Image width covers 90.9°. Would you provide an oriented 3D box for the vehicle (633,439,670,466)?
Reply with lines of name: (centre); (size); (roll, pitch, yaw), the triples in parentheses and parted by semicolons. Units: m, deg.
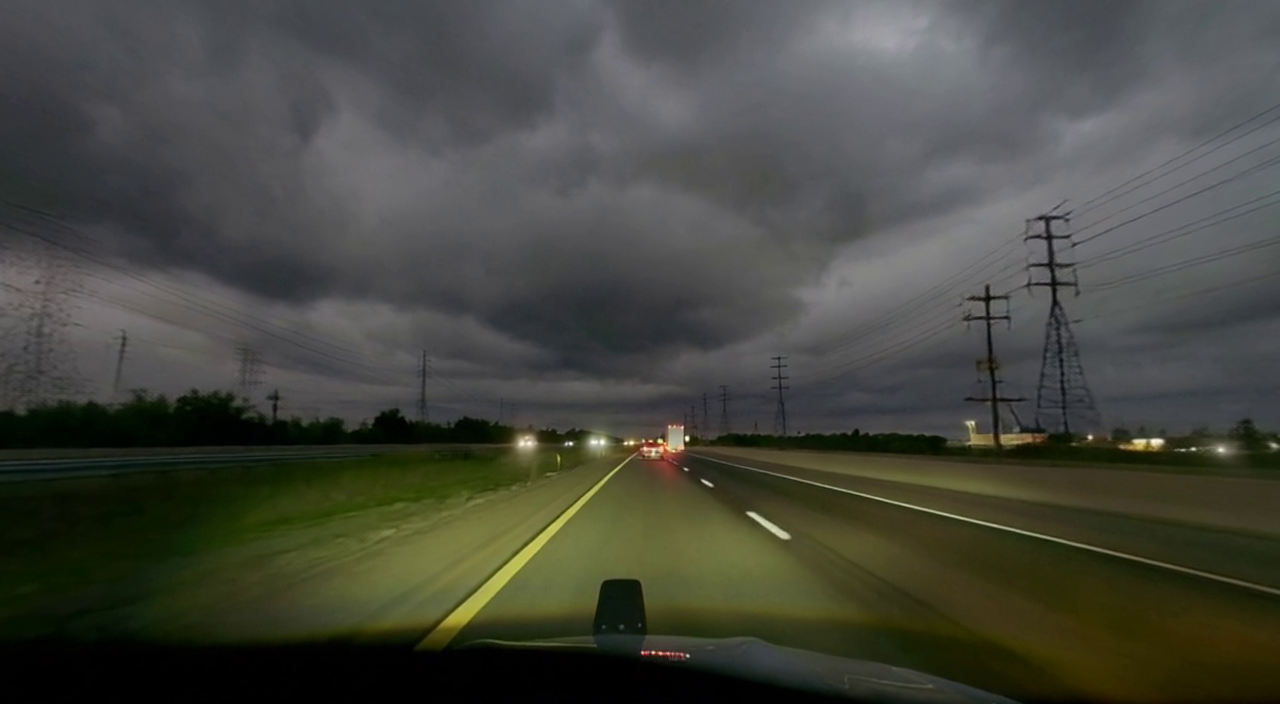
vehicle: (0.738, 6.269, 39.404); (2.192, 1.556, 4.132); (0, -8, 1)
